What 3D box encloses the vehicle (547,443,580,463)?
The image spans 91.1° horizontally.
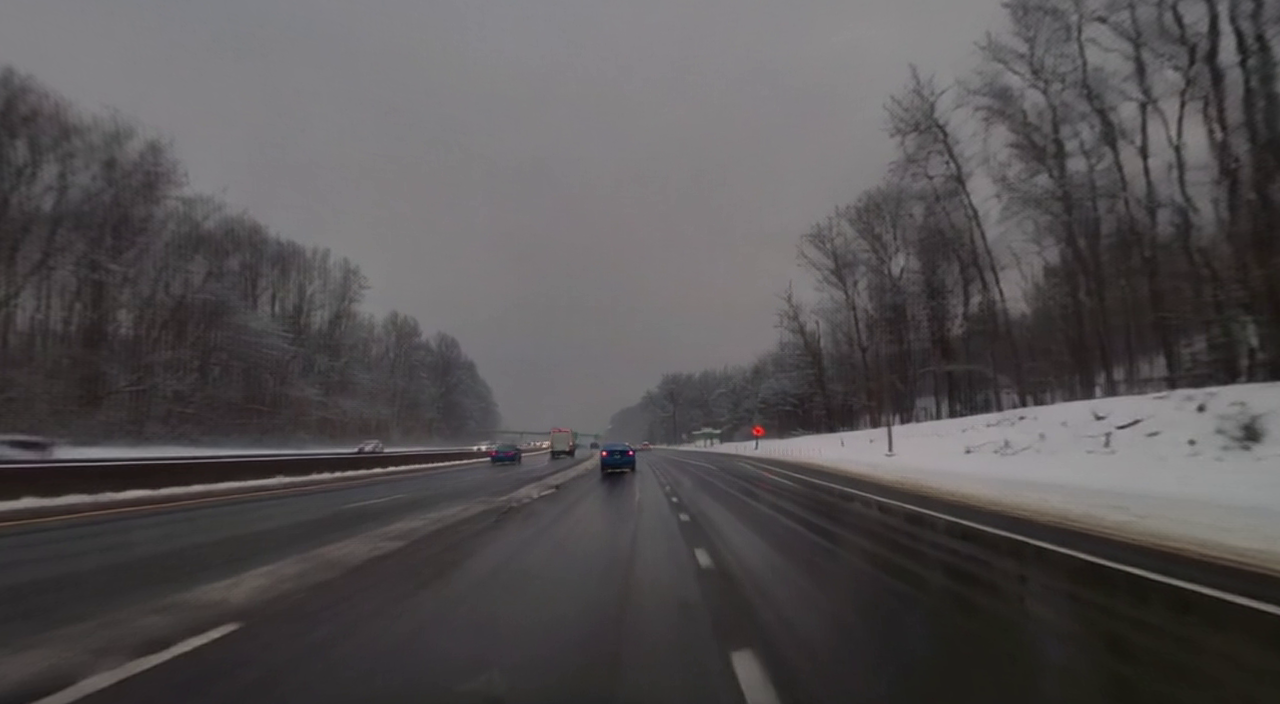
[{"bbox_3d":[-5.651,7.459,46.599,1.951,1.439,4.633,0,-8,-1],"label":"vehicle"}]

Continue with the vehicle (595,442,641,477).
[{"bbox_3d":[-0.924,4.878,28.952,1.963,1.462,4.681,0,-8,0],"label":"vehicle"}]

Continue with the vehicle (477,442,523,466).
[{"bbox_3d":[-8.942,6.515,40.364,1.946,1.472,4.472,0,-8,-1],"label":"vehicle"}]
